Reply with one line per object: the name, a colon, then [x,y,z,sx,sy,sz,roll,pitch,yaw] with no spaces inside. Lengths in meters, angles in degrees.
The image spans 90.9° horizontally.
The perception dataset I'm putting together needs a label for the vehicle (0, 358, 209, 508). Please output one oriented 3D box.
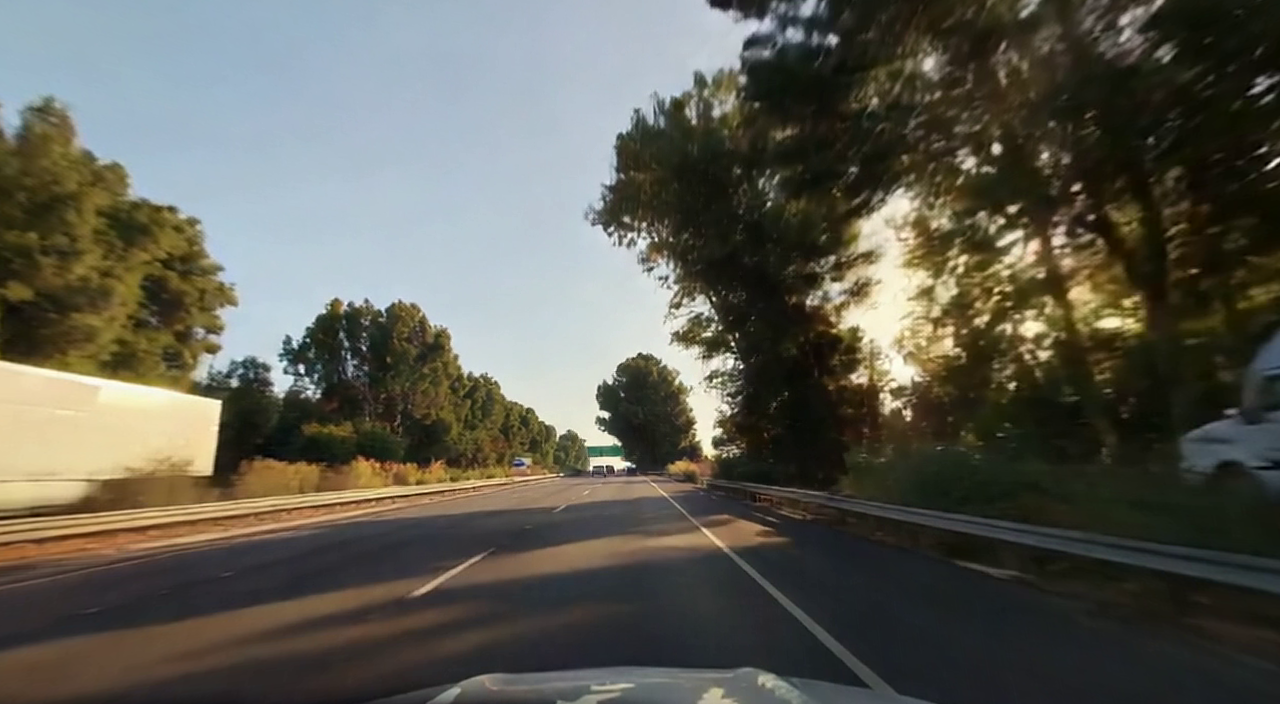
vehicle: [-18.110,2.301,17.548,2.803,3.838,13.453,1,-10,-1]
